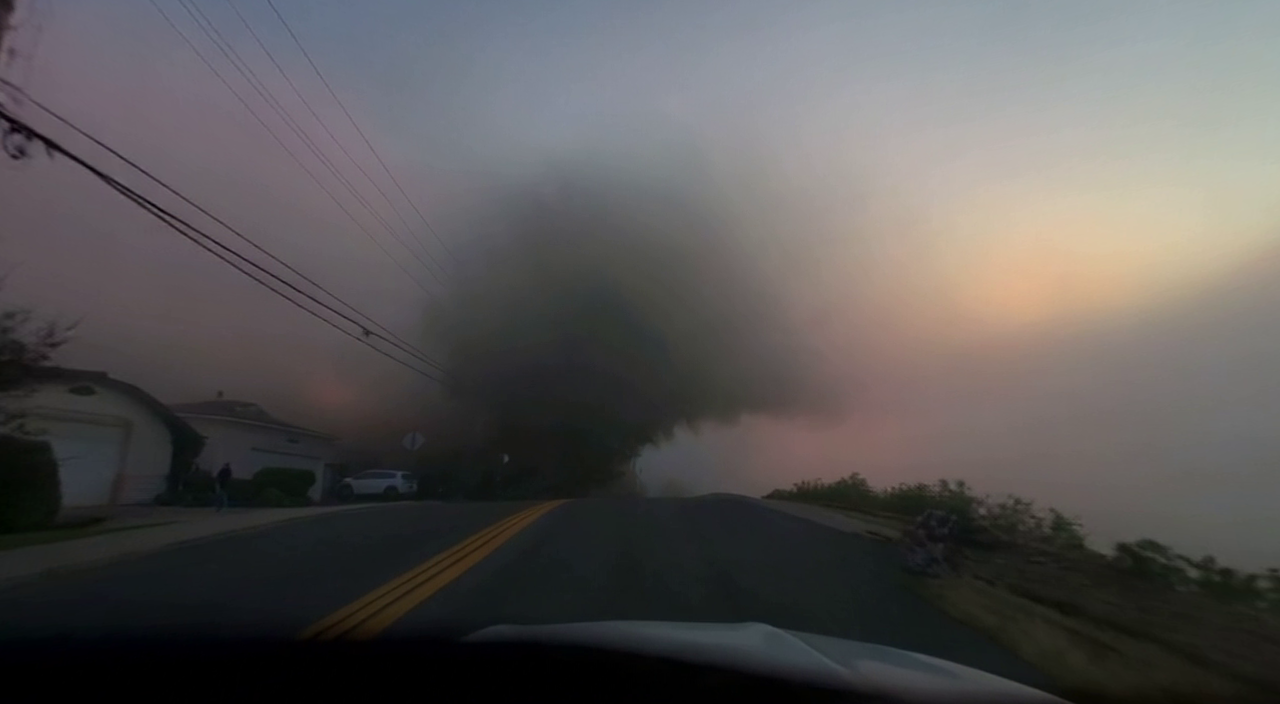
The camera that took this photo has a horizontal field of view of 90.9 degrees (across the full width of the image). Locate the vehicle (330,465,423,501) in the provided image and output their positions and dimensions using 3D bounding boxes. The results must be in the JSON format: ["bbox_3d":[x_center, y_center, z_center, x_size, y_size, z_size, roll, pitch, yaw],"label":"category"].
[{"bbox_3d":[-16.623,8.309,40.314,2.301,2.081,6.706,-3,-11,8],"label":"vehicle"}]
